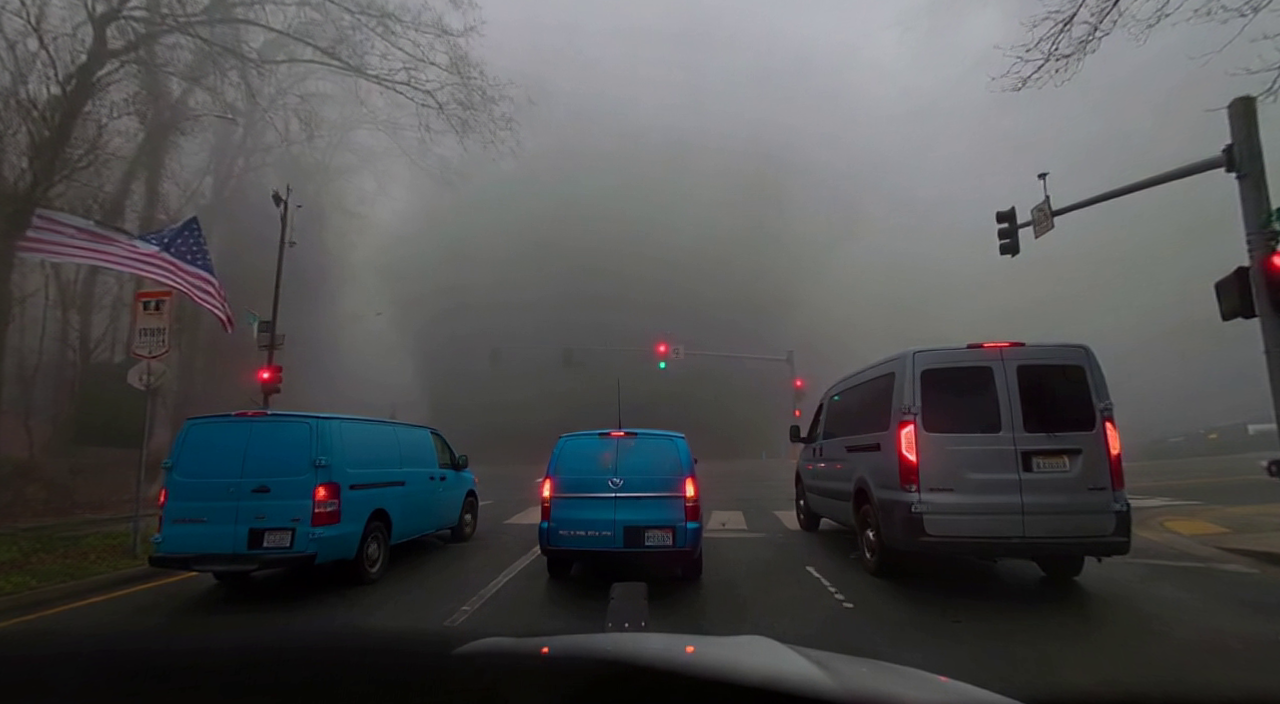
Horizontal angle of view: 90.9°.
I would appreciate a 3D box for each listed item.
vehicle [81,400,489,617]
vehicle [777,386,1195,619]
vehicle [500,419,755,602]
[{"bbox_3d":[-3.303,1.529,7.030,2.024,1.677,3.998,-1,-9,3],"label":"vehicle"},{"bbox_3d":[3.093,1.465,7.029,2.178,1.746,4.400,0,-9,1],"label":"vehicle"},{"bbox_3d":[-0.140,1.623,7.349,2.098,1.494,4.118,0,-9,-1],"label":"vehicle"}]
